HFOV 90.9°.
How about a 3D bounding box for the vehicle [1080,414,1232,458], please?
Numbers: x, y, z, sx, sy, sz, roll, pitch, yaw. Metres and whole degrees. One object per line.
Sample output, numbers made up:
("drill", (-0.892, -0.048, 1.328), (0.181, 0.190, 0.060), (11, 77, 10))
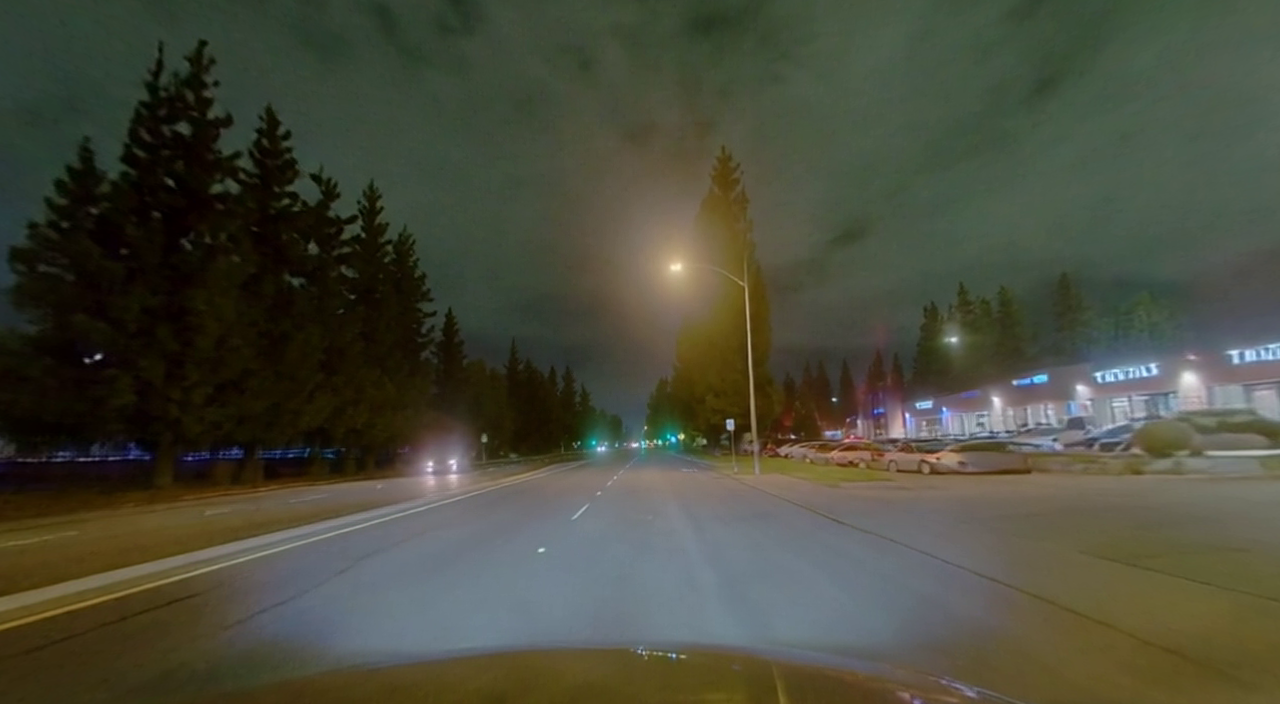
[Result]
("vehicle", (22.688, 3.706, 27.855), (4.759, 1.564, 2.117), (-4, -8, 0))

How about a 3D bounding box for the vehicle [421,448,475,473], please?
("vehicle", (-13.290, 7.505, 43.866), (2.044, 1.514, 4.704), (-3, -9, 4))

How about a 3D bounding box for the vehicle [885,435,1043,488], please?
("vehicle", (11.105, 3.763, 21.872), (4.361, 1.462, 1.857), (-4, -8, 1))
